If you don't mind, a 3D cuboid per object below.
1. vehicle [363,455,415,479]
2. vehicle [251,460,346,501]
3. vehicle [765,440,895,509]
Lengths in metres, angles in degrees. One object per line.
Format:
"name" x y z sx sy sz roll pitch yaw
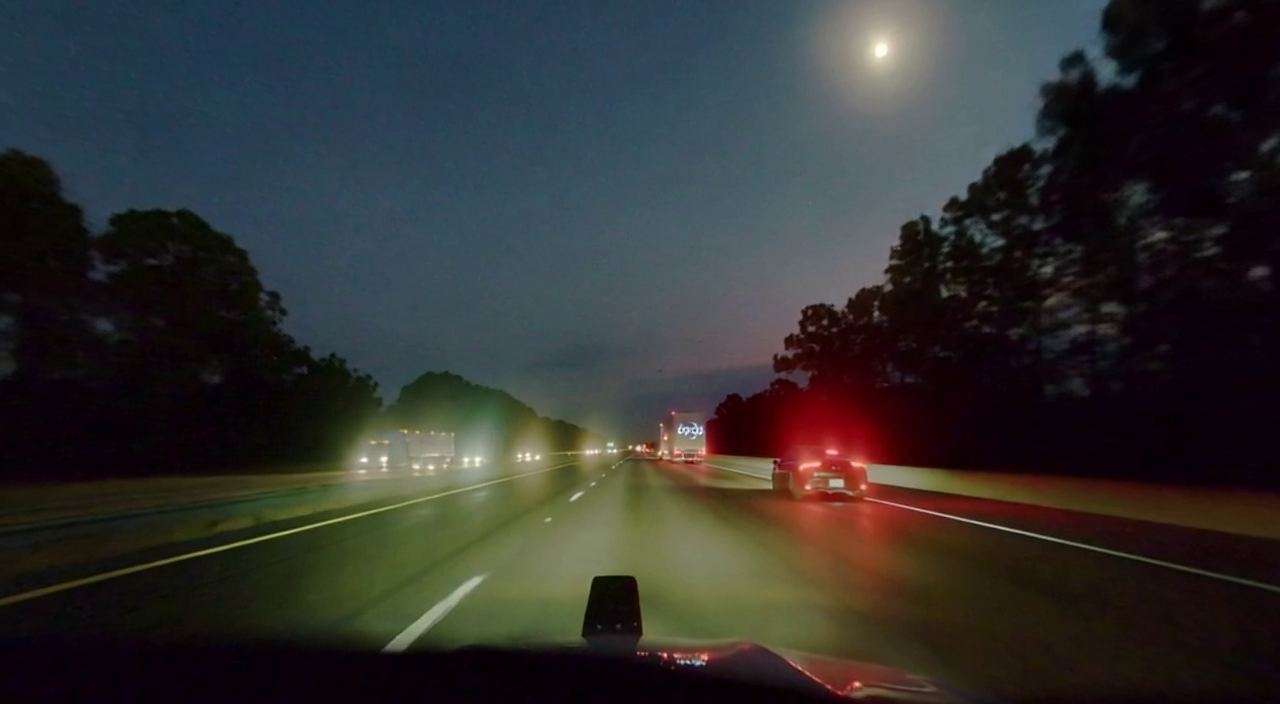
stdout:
"vehicle" -17.036 7.796 42.910 1.841 1.468 4.174 0 -9 0
"vehicle" -13.300 4.994 24.713 1.744 1.368 3.580 0 -9 -1
"vehicle" 4.510 2.952 15.574 1.910 1.474 3.776 0 -9 -2
